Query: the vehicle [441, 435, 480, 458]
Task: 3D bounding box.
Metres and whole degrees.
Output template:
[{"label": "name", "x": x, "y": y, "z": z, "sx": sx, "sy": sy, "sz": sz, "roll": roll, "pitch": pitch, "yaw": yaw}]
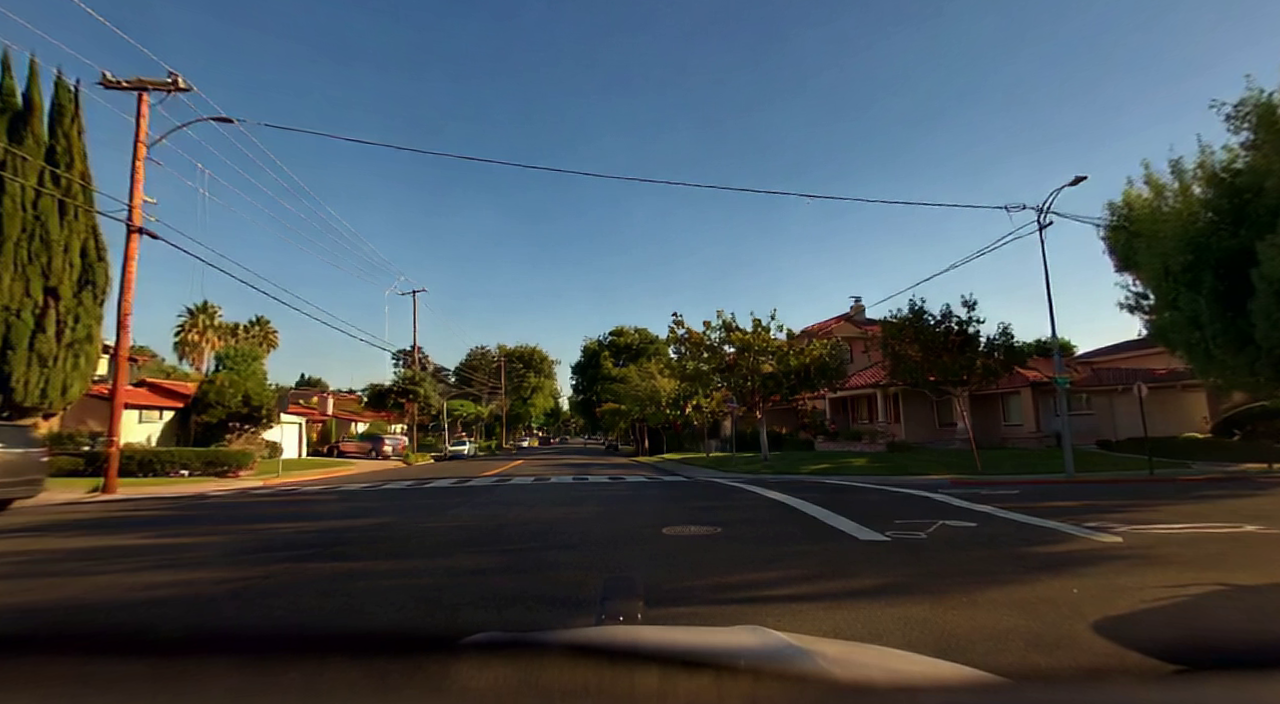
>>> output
[{"label": "vehicle", "x": -12.869, "y": 6.812, "z": 45.543, "sx": 2.036, "sy": 1.546, "sz": 4.705, "roll": 1, "pitch": -8, "yaw": -7}]
